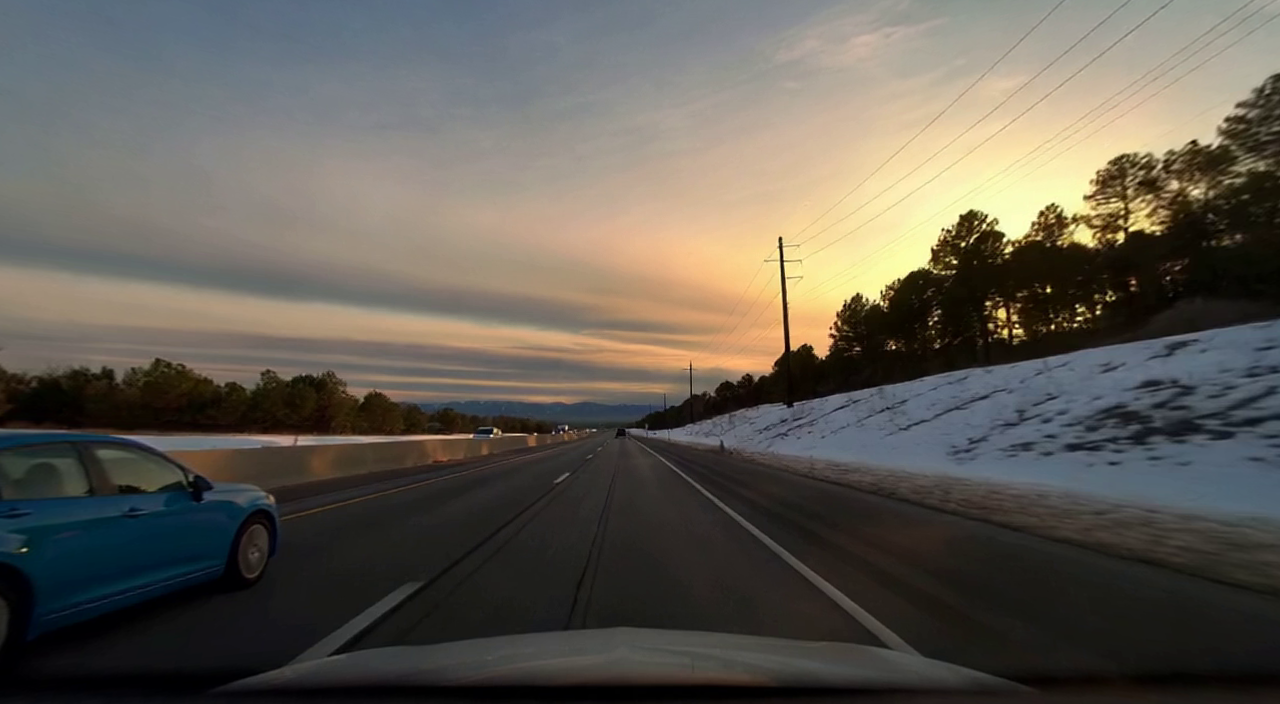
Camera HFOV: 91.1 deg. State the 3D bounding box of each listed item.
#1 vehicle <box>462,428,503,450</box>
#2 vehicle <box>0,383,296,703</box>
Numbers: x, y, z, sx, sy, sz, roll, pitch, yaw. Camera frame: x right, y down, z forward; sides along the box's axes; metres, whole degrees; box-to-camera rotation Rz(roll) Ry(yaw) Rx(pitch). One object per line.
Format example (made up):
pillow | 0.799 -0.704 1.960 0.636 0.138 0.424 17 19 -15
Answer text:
vehicle | -11.650 6.469 46.826 1.933 1.526 4.646 0 -8 -1
vehicle | -3.921 0.974 3.284 1.999 1.536 3.969 0 -8 -1
